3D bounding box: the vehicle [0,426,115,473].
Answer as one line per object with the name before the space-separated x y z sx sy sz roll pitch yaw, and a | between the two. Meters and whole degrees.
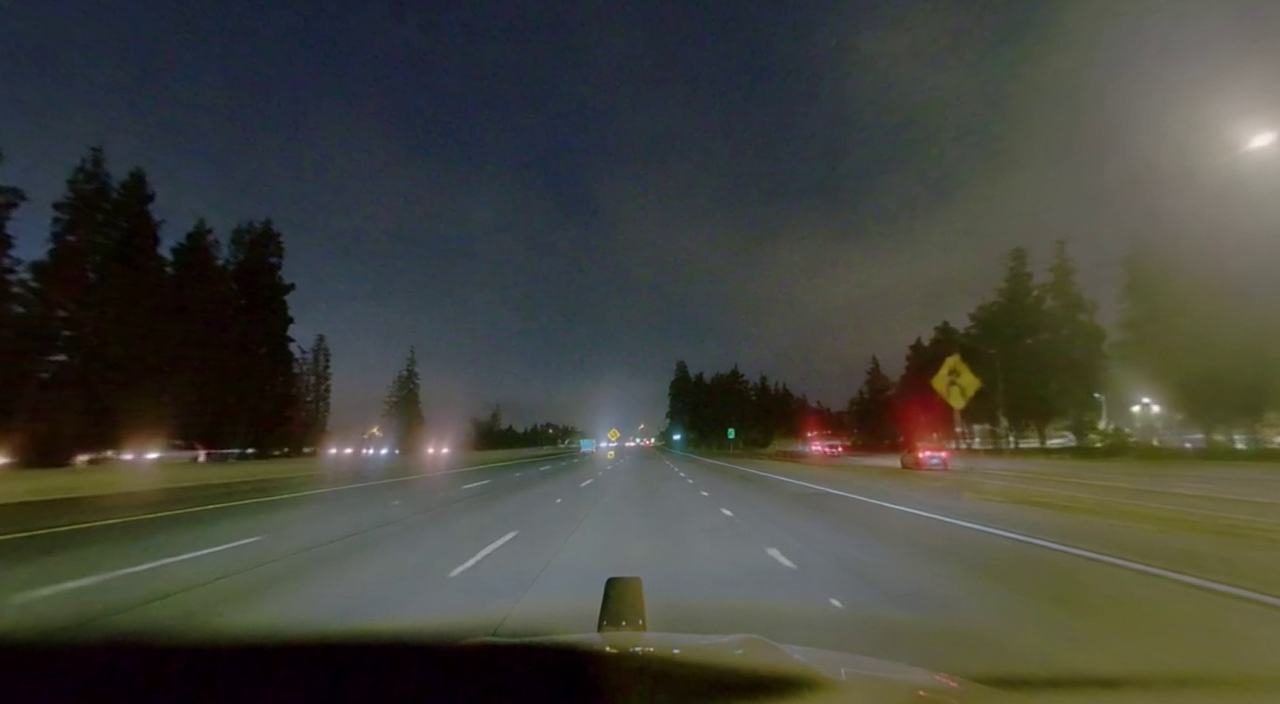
vehicle | -39.207 6.214 40.338 3.153 2.743 9.365 0 -8 0
